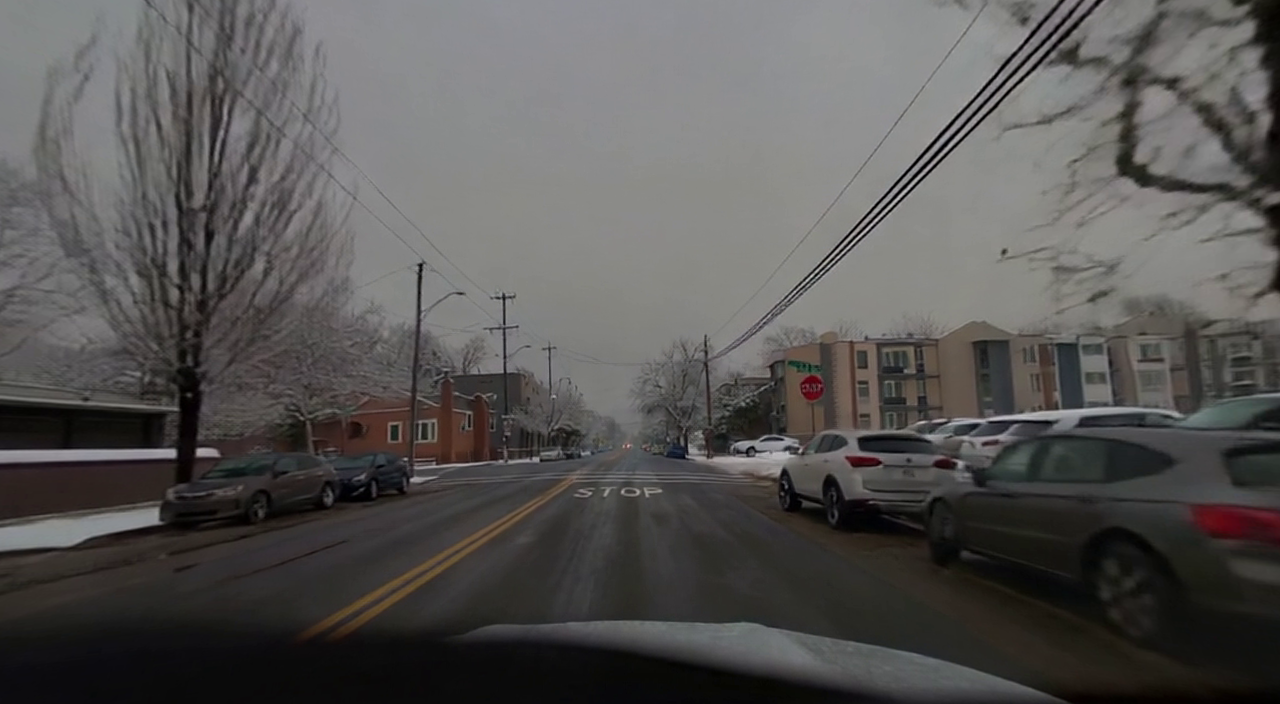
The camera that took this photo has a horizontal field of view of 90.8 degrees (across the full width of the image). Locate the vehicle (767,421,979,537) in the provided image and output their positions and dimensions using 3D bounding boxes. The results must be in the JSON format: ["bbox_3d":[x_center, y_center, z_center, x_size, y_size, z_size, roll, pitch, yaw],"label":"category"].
[{"bbox_3d":[3.723,2.106,11.040,1.976,1.614,4.052,0,-9,-3],"label":"vehicle"}]

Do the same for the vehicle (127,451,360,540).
[{"bbox_3d":[-7.901,2.848,13.283,1.904,1.488,4.600,0,-9,0],"label":"vehicle"}]

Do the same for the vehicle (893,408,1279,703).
[{"bbox_3d":[4.000,1.362,5.393,1.846,1.506,4.165,0,-9,-2],"label":"vehicle"}]
